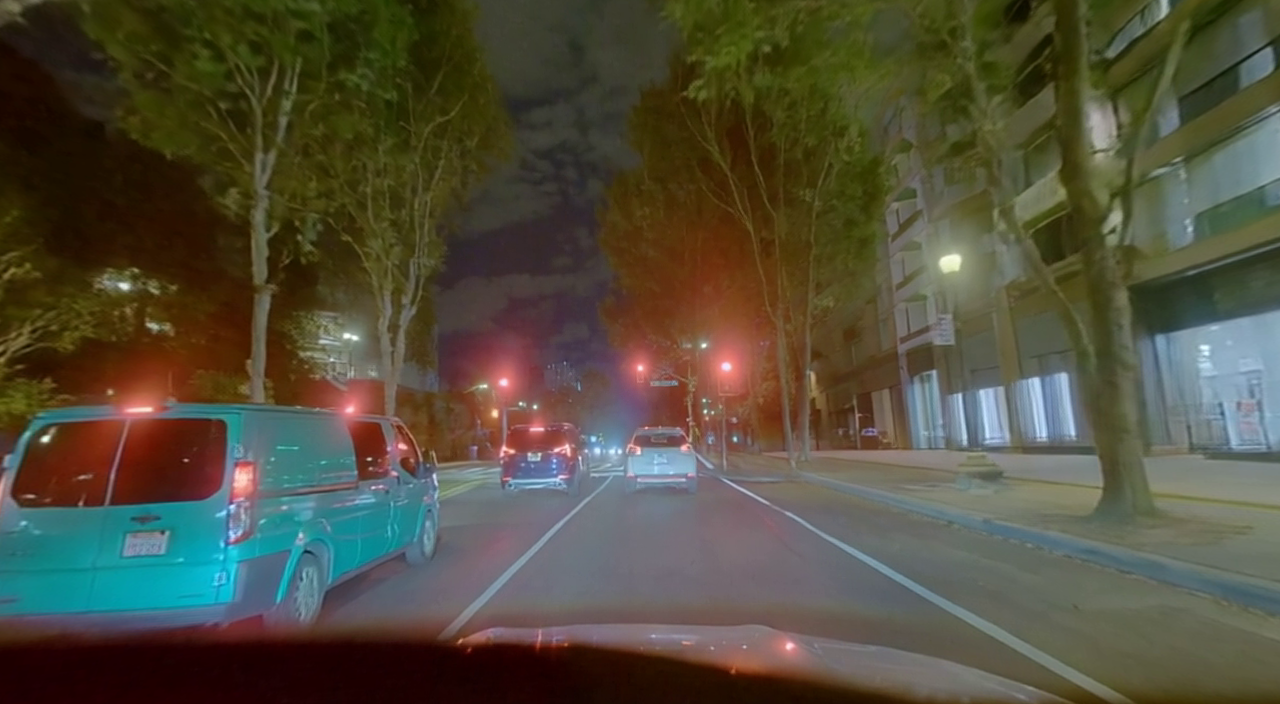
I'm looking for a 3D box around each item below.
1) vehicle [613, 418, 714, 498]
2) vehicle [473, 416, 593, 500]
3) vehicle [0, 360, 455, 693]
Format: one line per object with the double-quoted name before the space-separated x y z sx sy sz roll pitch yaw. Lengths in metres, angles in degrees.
"vehicle" 0.555 2.622 15.890 2.205 1.727 3.917 0 -8 1
"vehicle" -2.487 2.613 15.909 2.124 1.799 4.587 0 -8 1
"vehicle" -3.090 1.170 5.250 1.940 1.722 3.823 0 -8 0
